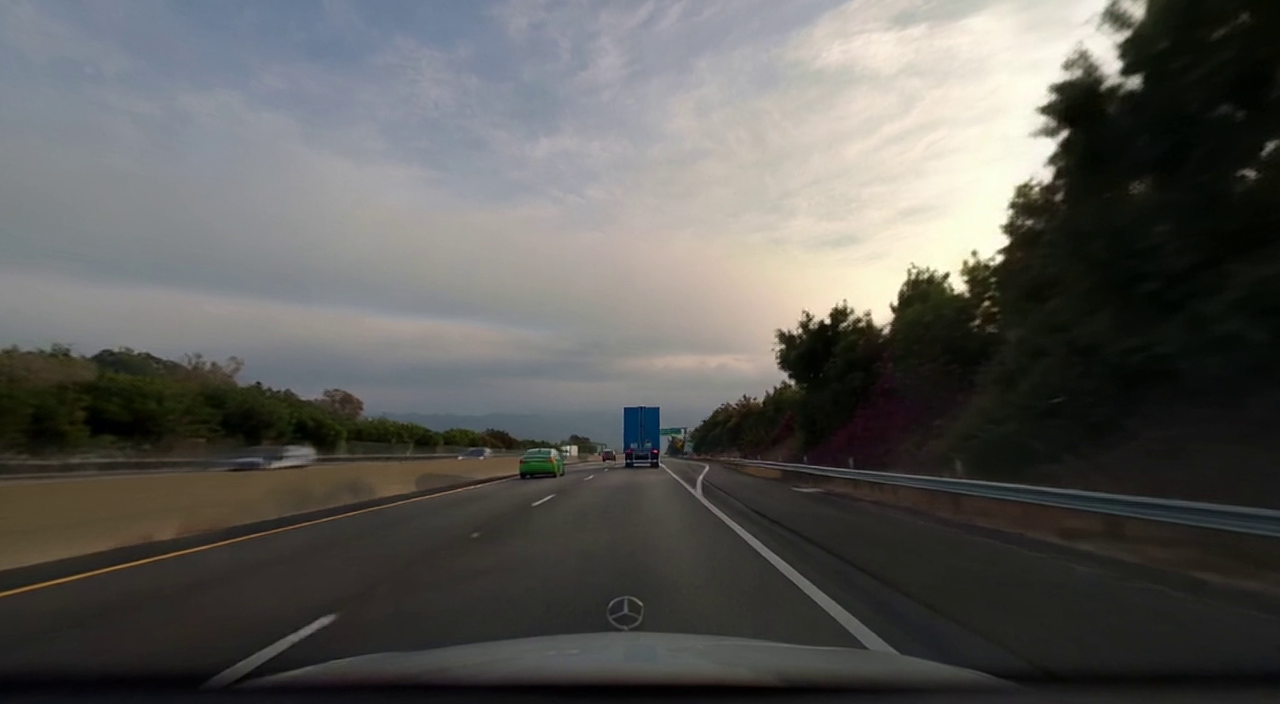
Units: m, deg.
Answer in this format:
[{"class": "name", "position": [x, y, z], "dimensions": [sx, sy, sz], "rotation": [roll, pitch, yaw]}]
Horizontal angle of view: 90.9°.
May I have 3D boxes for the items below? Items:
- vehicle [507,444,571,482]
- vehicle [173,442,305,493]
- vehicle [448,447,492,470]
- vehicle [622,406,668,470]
[{"class": "vehicle", "position": [-4.430, 4.965, 28.480], "dimensions": [2.051, 1.538, 4.569], "rotation": [0, -9, 1]}, {"class": "vehicle", "position": [-13.577, 3.910, 21.689], "dimensions": [1.828, 1.576, 4.143], "rotation": [0, -9, -1]}, {"class": "vehicle", "position": [-13.029, 8.170, 48.576], "dimensions": [1.985, 1.594, 4.906], "rotation": [0, -9, 1]}, {"class": "vehicle", "position": [0.350, 6.114, 44.375], "dimensions": [2.899, 3.966, 10.053], "rotation": [0, -8, 0]}]
